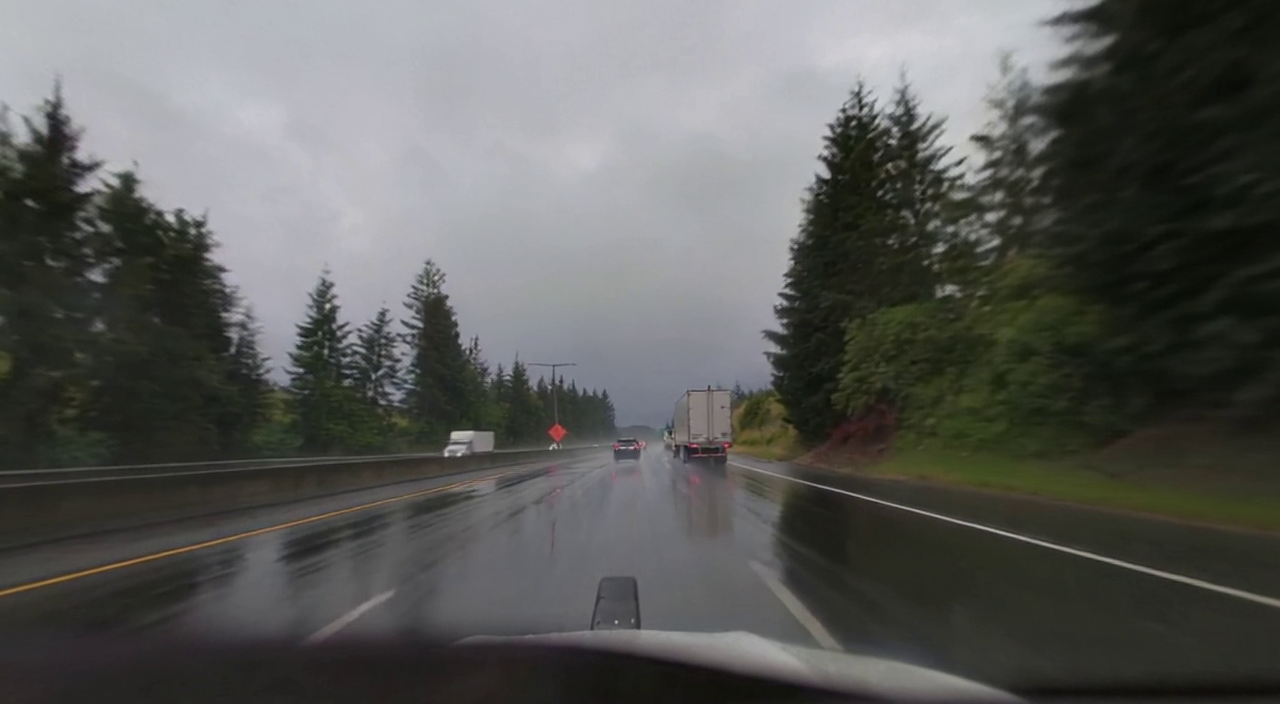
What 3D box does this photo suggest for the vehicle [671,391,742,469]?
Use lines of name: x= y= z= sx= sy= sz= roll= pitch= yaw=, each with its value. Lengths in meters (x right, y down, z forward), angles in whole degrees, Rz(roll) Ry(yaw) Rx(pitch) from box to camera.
vehicle: x=3.907 y=5.169 z=40.719 sx=3.005 sy=4.121 sz=14.417 roll=-1 pitch=-8 yaw=0

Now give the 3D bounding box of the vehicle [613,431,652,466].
vehicle: x=-0.395 y=5.738 z=37.445 sx=2.211 sy=1.933 sz=4.315 roll=-1 pitch=-8 yaw=1
